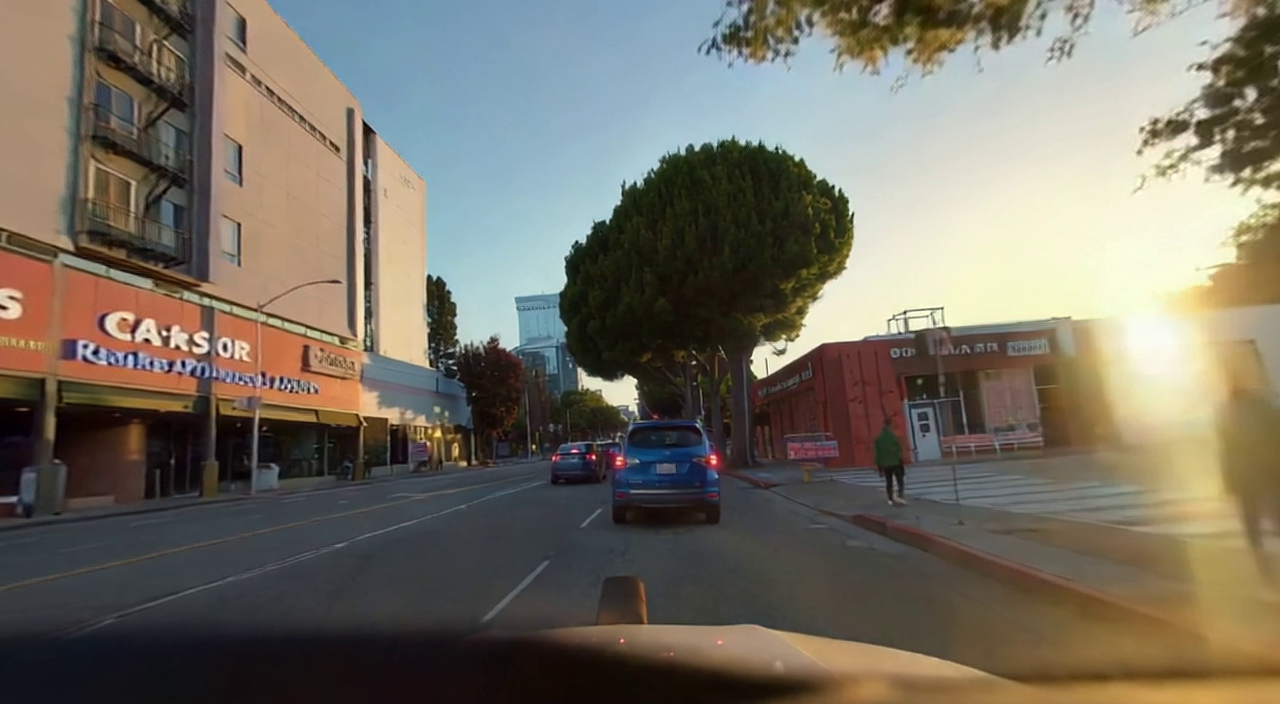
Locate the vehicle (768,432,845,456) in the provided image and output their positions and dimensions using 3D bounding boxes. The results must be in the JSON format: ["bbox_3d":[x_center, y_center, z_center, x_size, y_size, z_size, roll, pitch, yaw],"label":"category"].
[{"bbox_3d":[10.568,5.912,40.423,4.426,1.490,1.862,0,-8,3],"label":"vehicle"}]

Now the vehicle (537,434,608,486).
[{"bbox_3d":[-2.372,3.925,23.279,2.023,1.702,4.152,0,-8,2],"label":"vehicle"}]

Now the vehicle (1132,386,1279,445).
[{"bbox_3d":[17.125,1.837,17.978,4.474,1.583,1.970,0,-8,3],"label":"vehicle"}]

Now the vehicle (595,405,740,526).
[{"bbox_3d":[0.501,2.204,12.783,2.352,1.953,4.796,0,-8,1],"label":"vehicle"}]
